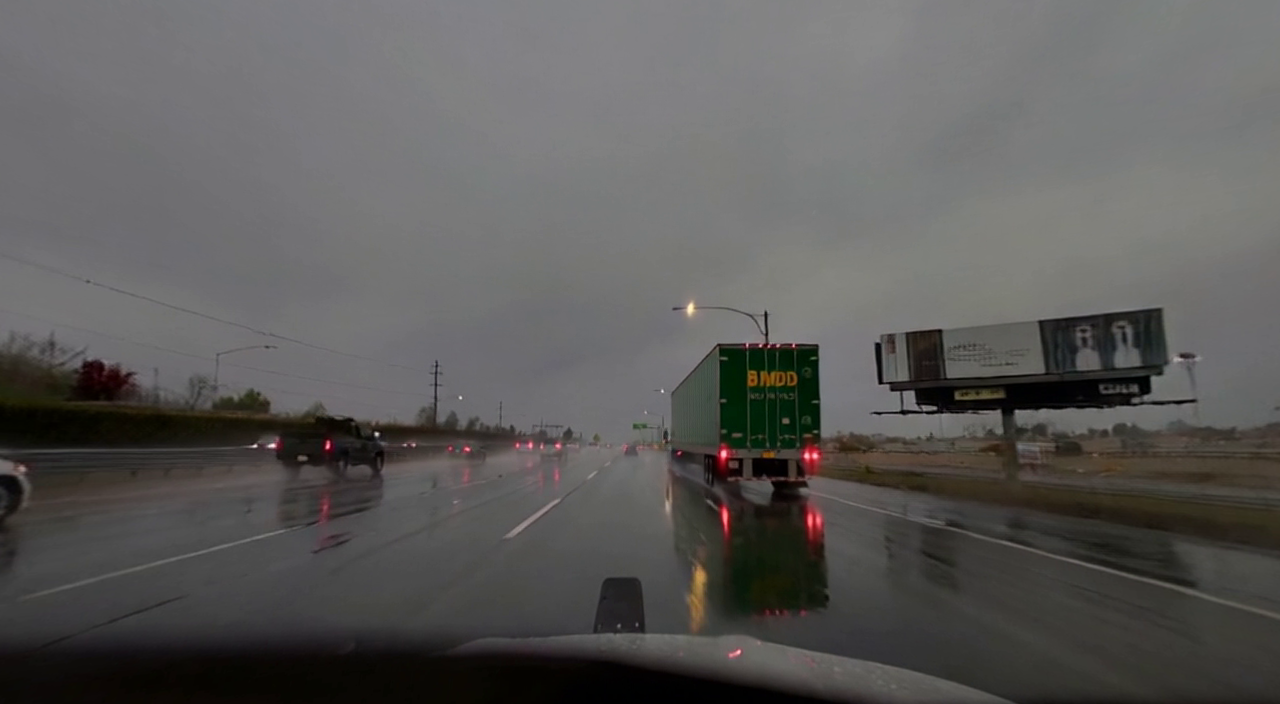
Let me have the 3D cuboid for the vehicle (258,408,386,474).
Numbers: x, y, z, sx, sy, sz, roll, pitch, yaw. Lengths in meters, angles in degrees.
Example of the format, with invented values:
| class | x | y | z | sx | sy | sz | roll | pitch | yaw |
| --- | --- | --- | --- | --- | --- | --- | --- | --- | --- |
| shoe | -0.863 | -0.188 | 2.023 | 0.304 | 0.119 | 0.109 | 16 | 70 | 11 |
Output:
| class | x | y | z | sx | sy | sz | roll | pitch | yaw |
| --- | --- | --- | --- | --- | --- | --- | --- | --- | --- |
| vehicle | -13.838 | 3.986 | 28.080 | 2.307 | 2.571 | 6.260 | 0 | -8 | 1 |

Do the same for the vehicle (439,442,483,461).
| class | x | y | z | sx | sy | sz | roll | pitch | yaw |
| --- | --- | --- | --- | --- | --- | --- | --- | --- | --- |
| vehicle | -14.021 | 7.816 | 49.683 | 2.067 | 1.398 | 4.863 | 0 | -8 | -1 |

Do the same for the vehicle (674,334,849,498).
| class | x | y | z | sx | sy | sz | roll | pitch | yaw |
| --- | --- | --- | --- | --- | --- | --- | --- | --- | --- |
| vehicle | 3.300 | 2.628 | 22.723 | 2.891 | 3.944 | 15.051 | 0 | -8 | -2 |
